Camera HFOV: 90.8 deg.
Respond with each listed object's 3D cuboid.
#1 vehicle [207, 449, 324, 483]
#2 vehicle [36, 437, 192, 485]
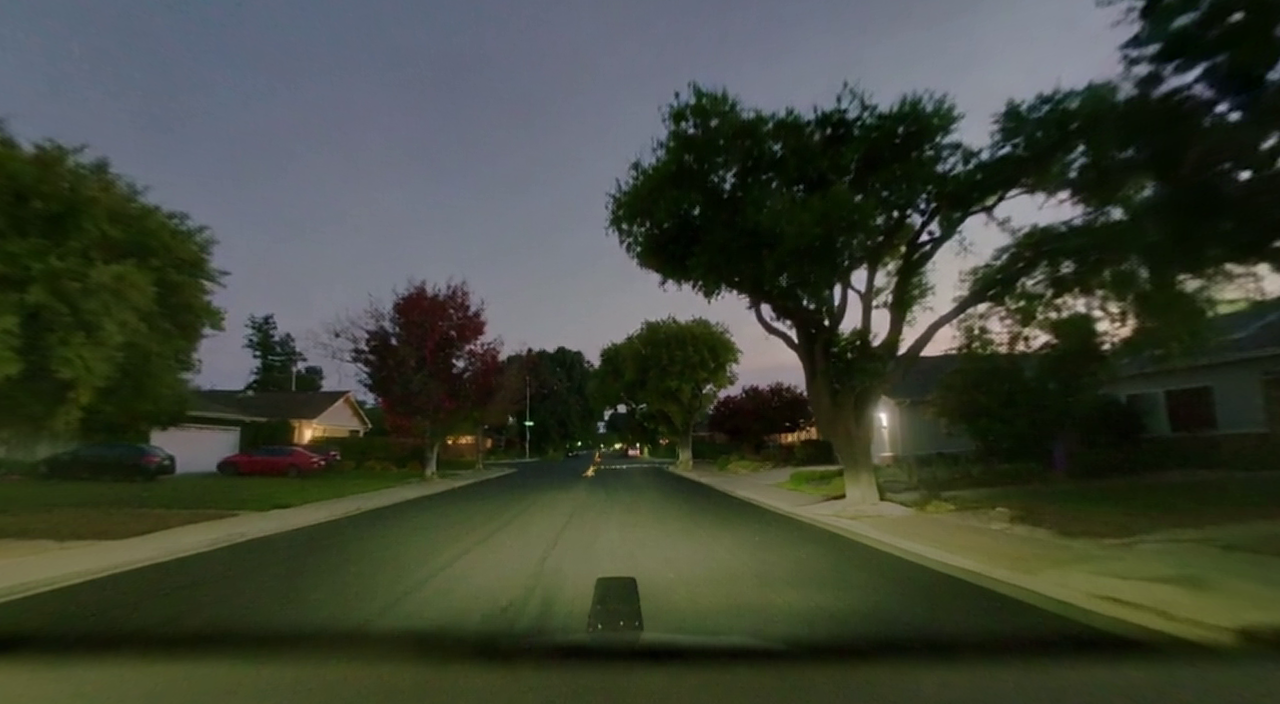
[{"bbox_3d":[-17.930,5.472,30.433,4.307,1.508,2.072,0,-9,-2],"label":"vehicle"},{"bbox_3d":[-21.329,4.439,25.806,4.359,1.789,2.123,0,-9,-3],"label":"vehicle"}]
